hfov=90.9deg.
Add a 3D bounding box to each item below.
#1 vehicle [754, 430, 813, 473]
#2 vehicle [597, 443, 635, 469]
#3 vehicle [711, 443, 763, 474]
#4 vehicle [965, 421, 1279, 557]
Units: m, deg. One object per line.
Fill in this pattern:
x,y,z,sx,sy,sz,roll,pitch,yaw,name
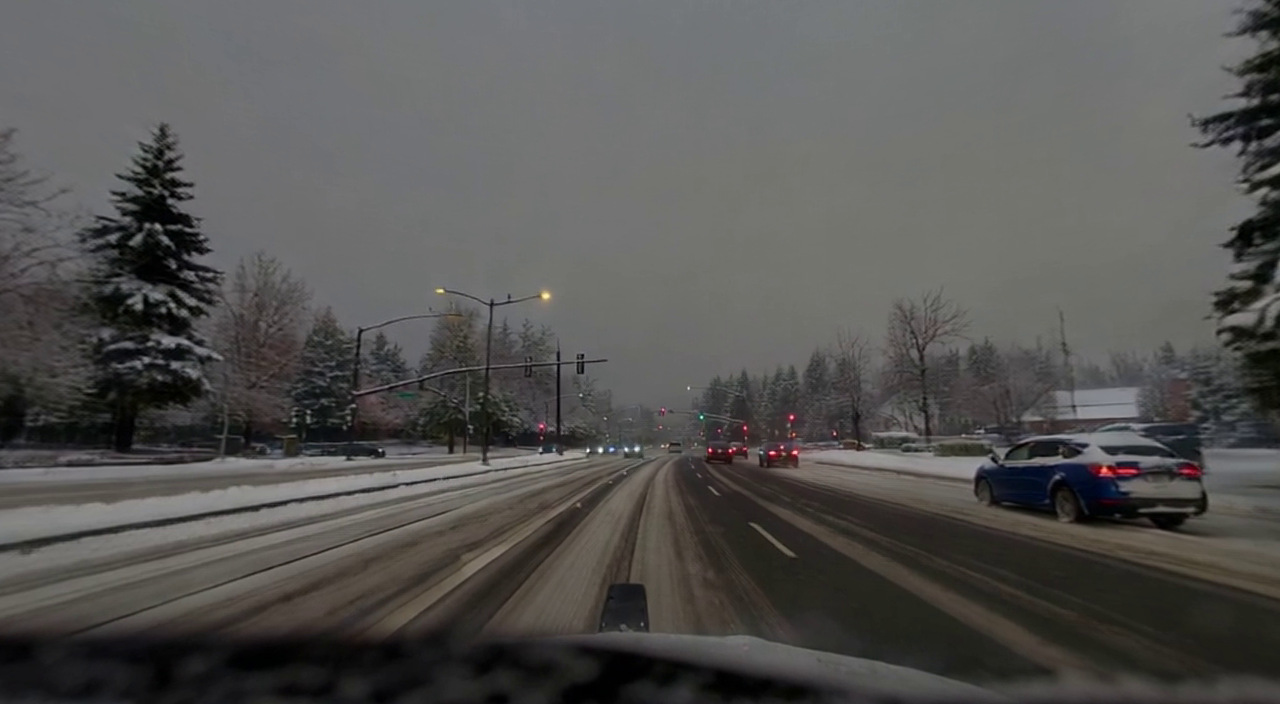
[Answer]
7.969,5.606,35.484,2.186,2.202,5.426,0,-9,2,vehicle
-1.485,6.732,40.887,1.958,1.542,4.175,-1,-9,5,vehicle
5.138,5.718,34.056,2.292,1.563,4.734,-1,-9,2,vehicle
7.412,2.011,10.075,2.051,1.620,4.702,-1,-8,2,vehicle
